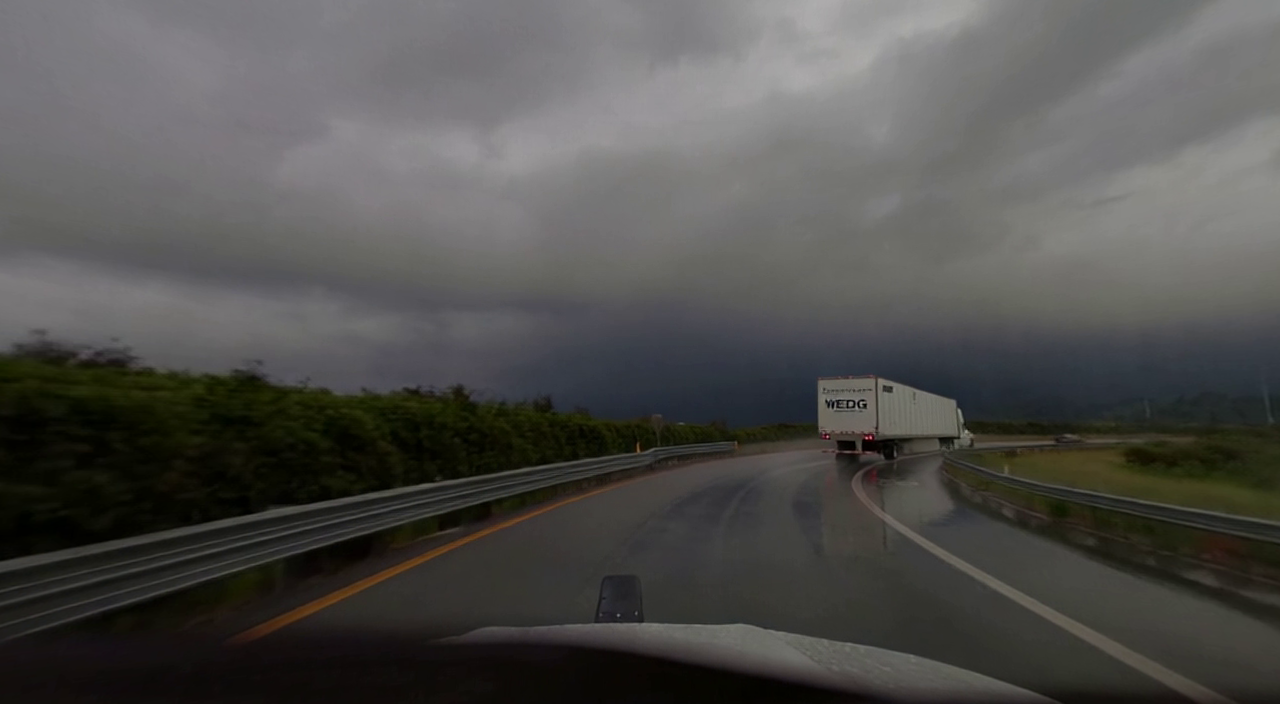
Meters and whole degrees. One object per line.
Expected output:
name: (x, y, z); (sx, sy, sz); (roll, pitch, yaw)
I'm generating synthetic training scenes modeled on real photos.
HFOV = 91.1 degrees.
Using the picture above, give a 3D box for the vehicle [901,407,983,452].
vehicle: (18.677, 4.796, 38.673); (6.650, 2.524, 2.120); (7, -11, -43)

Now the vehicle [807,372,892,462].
vehicle: (9.532, 3.003, 28.462); (2.963, 3.771, 3.137); (-4, -9, 29)
